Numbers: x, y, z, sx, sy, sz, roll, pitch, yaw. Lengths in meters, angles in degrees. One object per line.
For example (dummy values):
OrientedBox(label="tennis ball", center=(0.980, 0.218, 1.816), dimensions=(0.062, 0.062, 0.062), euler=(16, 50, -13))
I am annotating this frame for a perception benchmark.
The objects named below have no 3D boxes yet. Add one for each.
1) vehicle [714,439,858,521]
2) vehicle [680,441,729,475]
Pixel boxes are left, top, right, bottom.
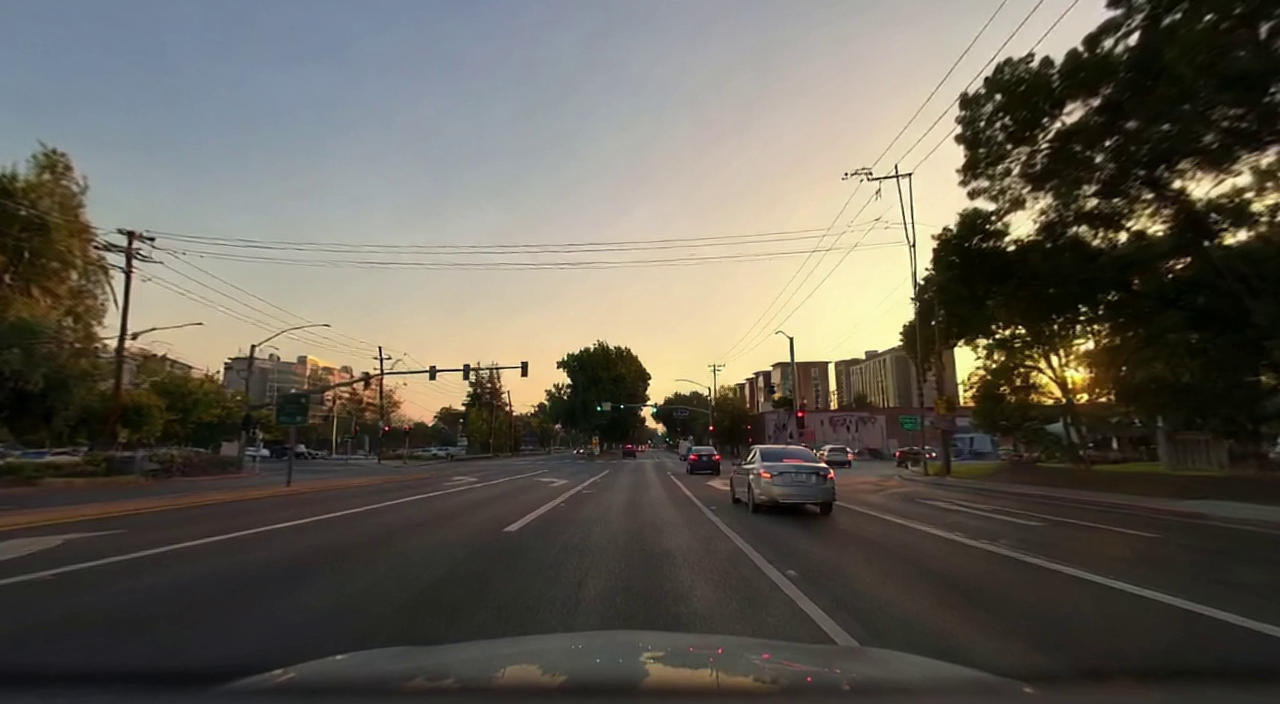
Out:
OrientedBox(label="vehicle", center=(2.903, 2.656, 13.720), dimensions=(2.004, 1.455, 4.417), euler=(0, -8, -1))
OrientedBox(label="vehicle", center=(3.327, 5.590, 33.569), dimensions=(2.128, 1.699, 4.222), euler=(0, -8, 0))
